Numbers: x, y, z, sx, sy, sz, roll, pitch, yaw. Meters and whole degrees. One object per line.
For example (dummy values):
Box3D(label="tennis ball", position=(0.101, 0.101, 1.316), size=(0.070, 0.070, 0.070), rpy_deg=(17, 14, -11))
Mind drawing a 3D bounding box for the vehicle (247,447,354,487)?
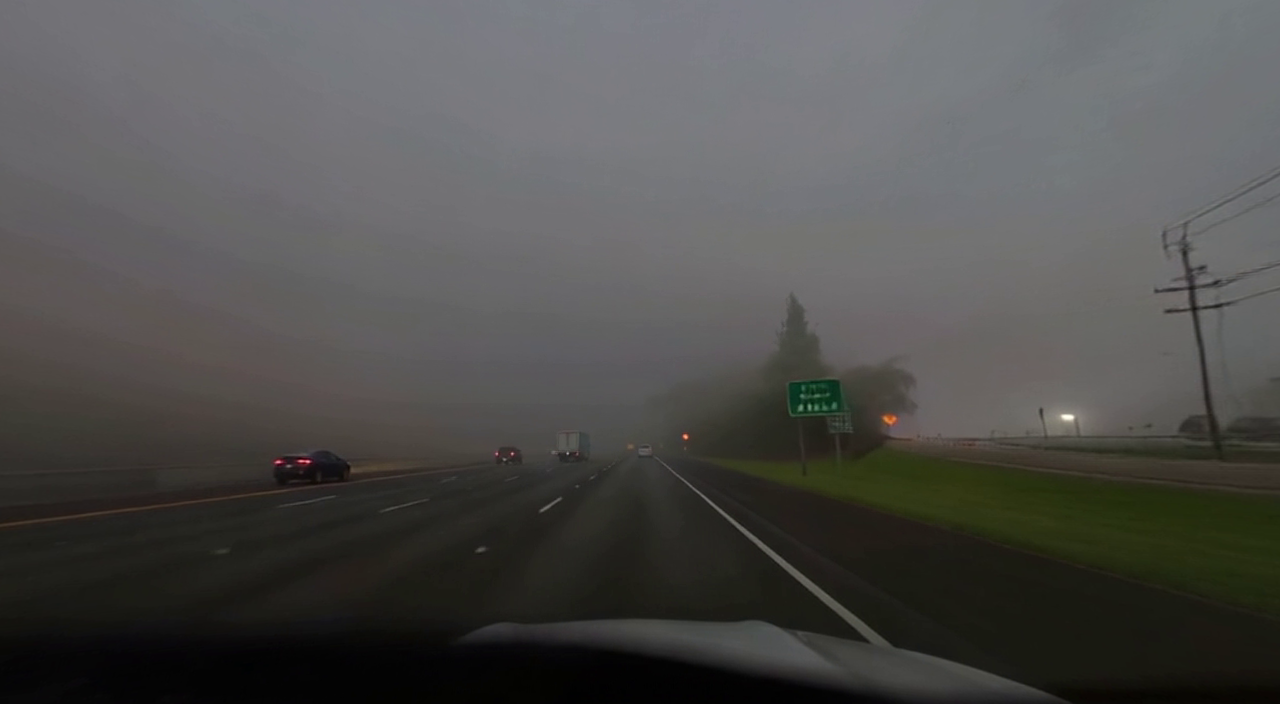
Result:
Box3D(label="vehicle", position=(-14.095, 4.761, 26.537), size=(1.988, 1.477, 4.442), rpy_deg=(0, -8, 1))
